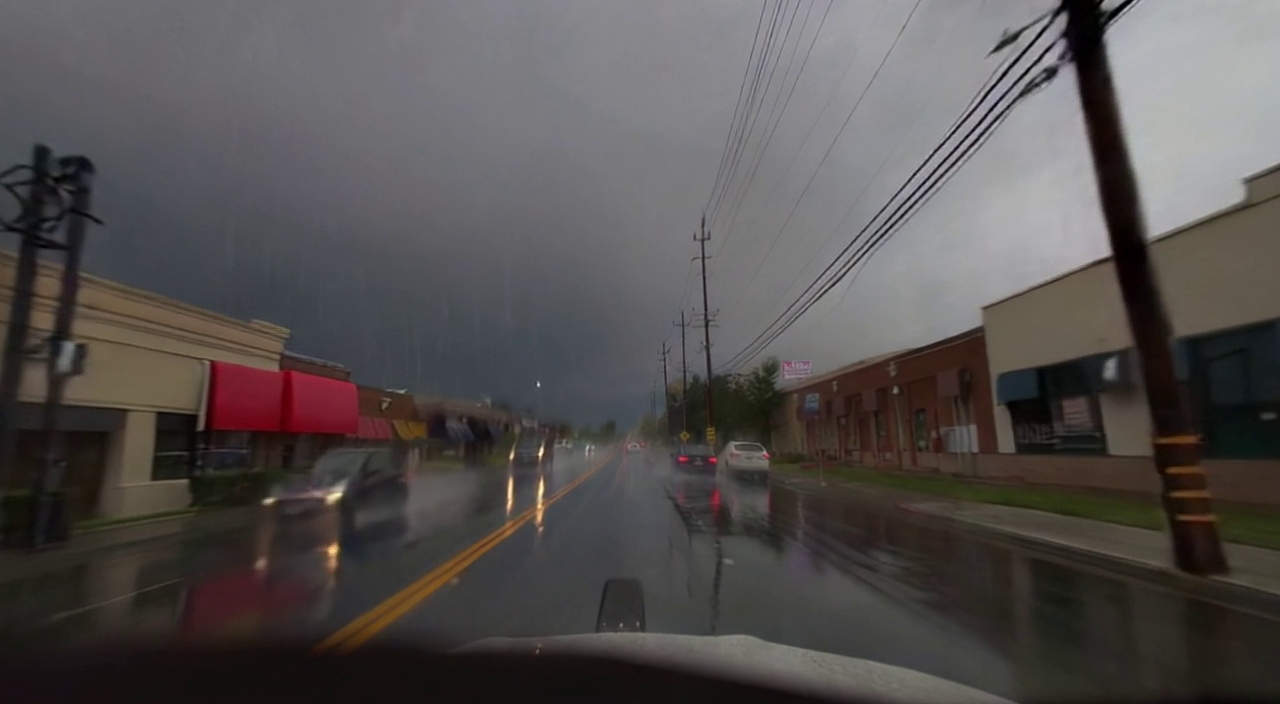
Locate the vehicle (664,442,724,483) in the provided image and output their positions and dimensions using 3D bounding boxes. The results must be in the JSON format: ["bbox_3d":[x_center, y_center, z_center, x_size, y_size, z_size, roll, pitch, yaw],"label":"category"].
[{"bbox_3d":[2.035,4.305,24.892,1.975,1.497,3.647,0,-8,-1],"label":"vehicle"}]

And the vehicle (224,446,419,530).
[{"bbox_3d":[-6.403,2.739,13.406,1.868,1.466,4.397,0,-8,0],"label":"vehicle"}]

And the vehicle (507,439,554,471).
[{"bbox_3d":[-6.466,6.116,37.759,2.037,1.777,4.407,0,-8,0],"label":"vehicle"}]

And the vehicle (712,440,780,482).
[{"bbox_3d":[4.886,5.096,30.004,2.143,1.788,5.388,0,-8,-1],"label":"vehicle"}]
